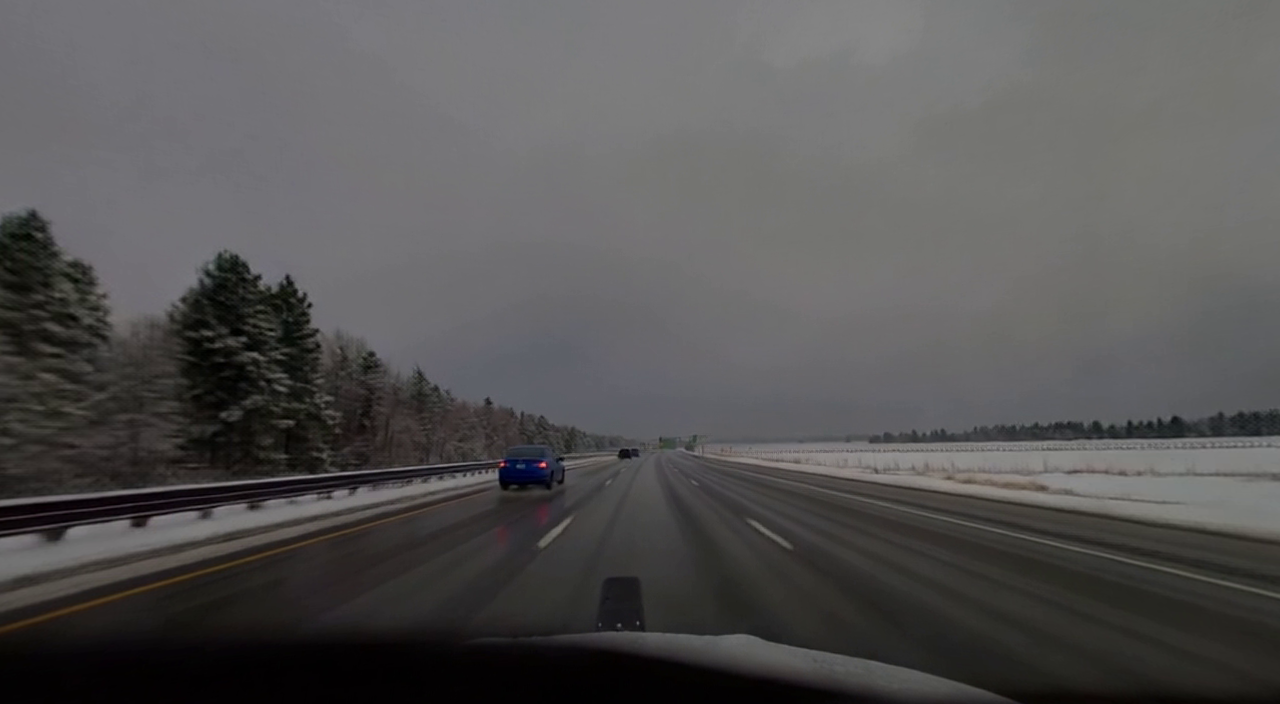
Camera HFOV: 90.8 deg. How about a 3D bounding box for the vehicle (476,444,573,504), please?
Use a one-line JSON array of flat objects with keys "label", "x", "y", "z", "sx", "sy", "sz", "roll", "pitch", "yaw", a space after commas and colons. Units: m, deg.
[{"label": "vehicle", "x": -3.222, "y": 3.512, "z": 18.551, "sx": 1.945, "sy": 1.537, "sz": 4.294, "roll": 0, "pitch": -9, "yaw": 1}]
